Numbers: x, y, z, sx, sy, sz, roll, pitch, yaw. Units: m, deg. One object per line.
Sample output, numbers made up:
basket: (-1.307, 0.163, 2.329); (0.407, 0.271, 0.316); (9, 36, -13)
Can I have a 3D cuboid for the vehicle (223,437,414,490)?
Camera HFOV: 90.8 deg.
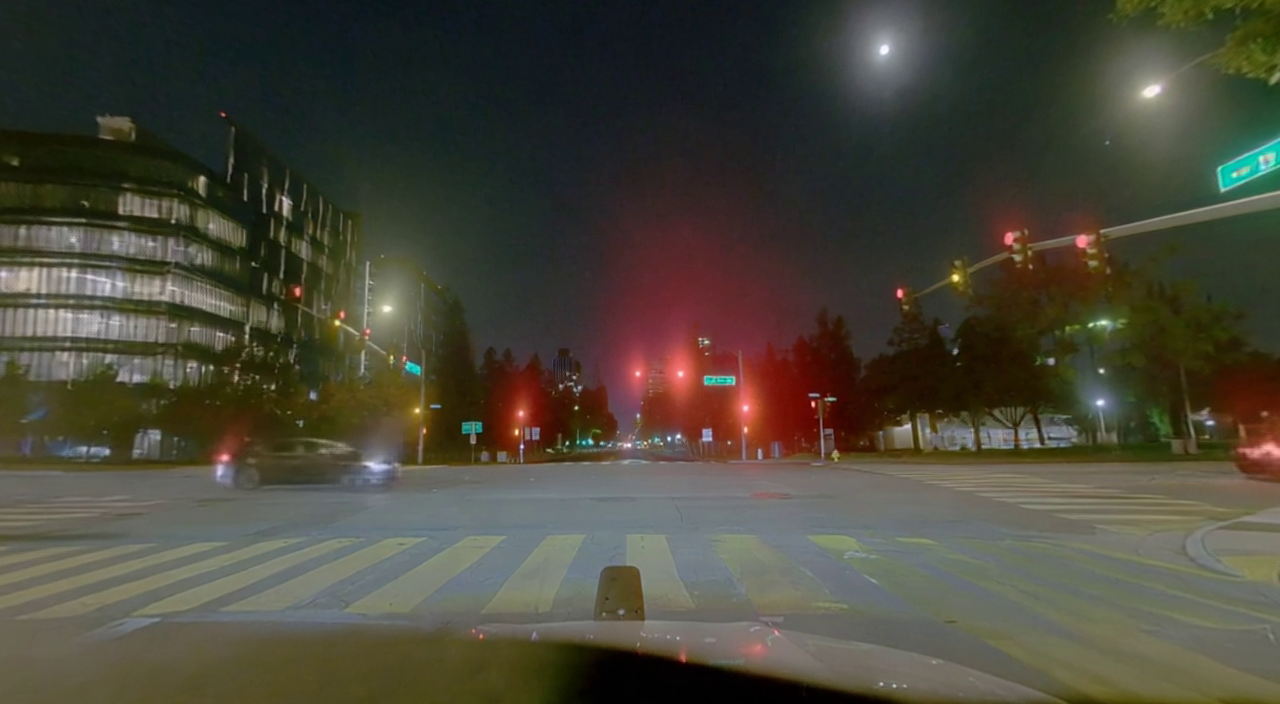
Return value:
vehicle: (-9.502, 3.328, 18.987); (4.698, 1.466, 1.883); (0, -9, 1)
